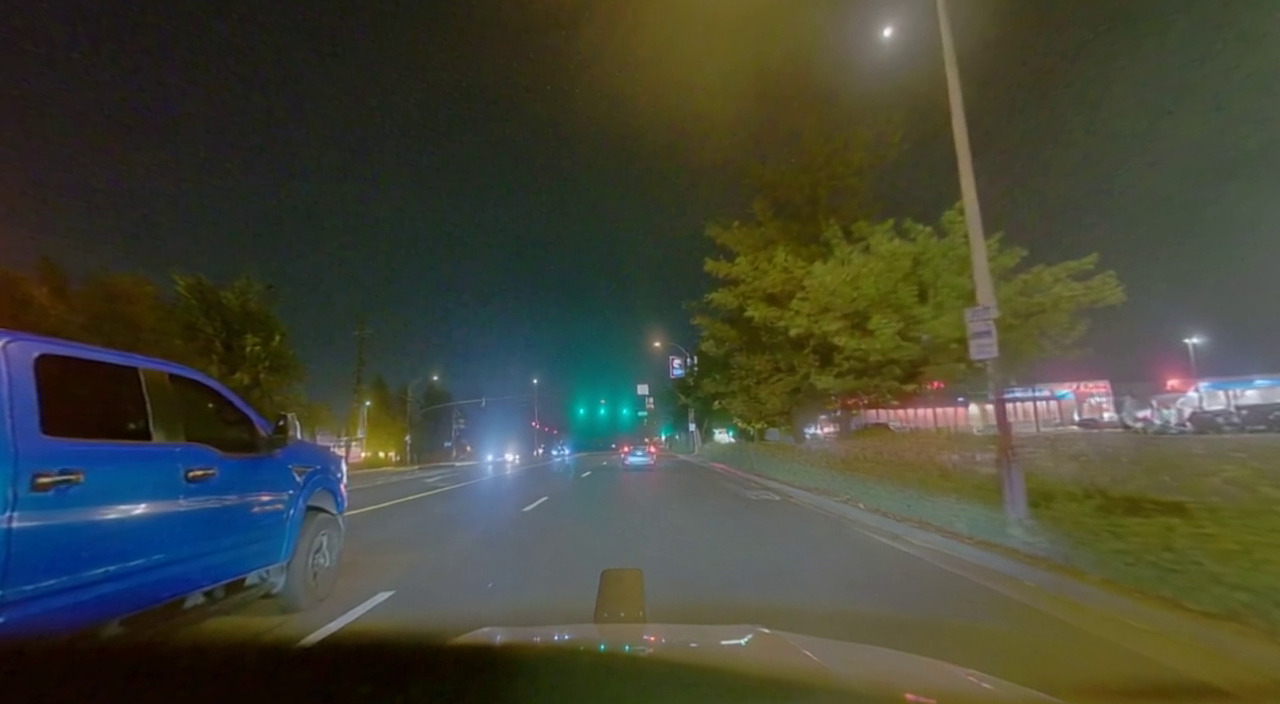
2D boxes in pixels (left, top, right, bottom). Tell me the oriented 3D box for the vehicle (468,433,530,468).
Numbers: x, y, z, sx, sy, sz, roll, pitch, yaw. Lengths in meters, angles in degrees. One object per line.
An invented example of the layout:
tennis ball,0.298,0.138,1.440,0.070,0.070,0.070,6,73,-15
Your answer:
vehicle,-7.789,5.494,35.326,2.146,1.788,5.153,0,-8,2

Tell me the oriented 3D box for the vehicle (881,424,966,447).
vehicle,19.311,5.732,42.782,5.025,1.475,1.956,-5,-9,29

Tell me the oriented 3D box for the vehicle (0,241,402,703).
vehicle,-3.564,0.647,2.204,2.552,2.079,6.810,0,-8,2

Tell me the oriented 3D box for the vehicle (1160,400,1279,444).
vehicle,23.913,2.859,25.413,4.074,1.493,1.981,-9,-11,33

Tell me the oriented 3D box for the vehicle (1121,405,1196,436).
vehicle,35.060,4.703,42.420,4.805,1.911,2.234,5,-10,-31

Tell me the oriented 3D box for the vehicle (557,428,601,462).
vehicle,-3.753,5.820,39.364,2.243,1.976,4.514,0,-8,1

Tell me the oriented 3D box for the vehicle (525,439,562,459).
vehicle,-7.438,7.519,48.688,2.065,1.495,4.481,0,-8,1

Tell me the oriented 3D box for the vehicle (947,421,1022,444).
vehicle,25.031,5.896,45.682,4.588,1.555,1.939,-6,-10,30

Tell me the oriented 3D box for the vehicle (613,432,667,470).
vehicle,-0.028,4.383,27.987,2.191,1.530,4.470,0,-8,-1
